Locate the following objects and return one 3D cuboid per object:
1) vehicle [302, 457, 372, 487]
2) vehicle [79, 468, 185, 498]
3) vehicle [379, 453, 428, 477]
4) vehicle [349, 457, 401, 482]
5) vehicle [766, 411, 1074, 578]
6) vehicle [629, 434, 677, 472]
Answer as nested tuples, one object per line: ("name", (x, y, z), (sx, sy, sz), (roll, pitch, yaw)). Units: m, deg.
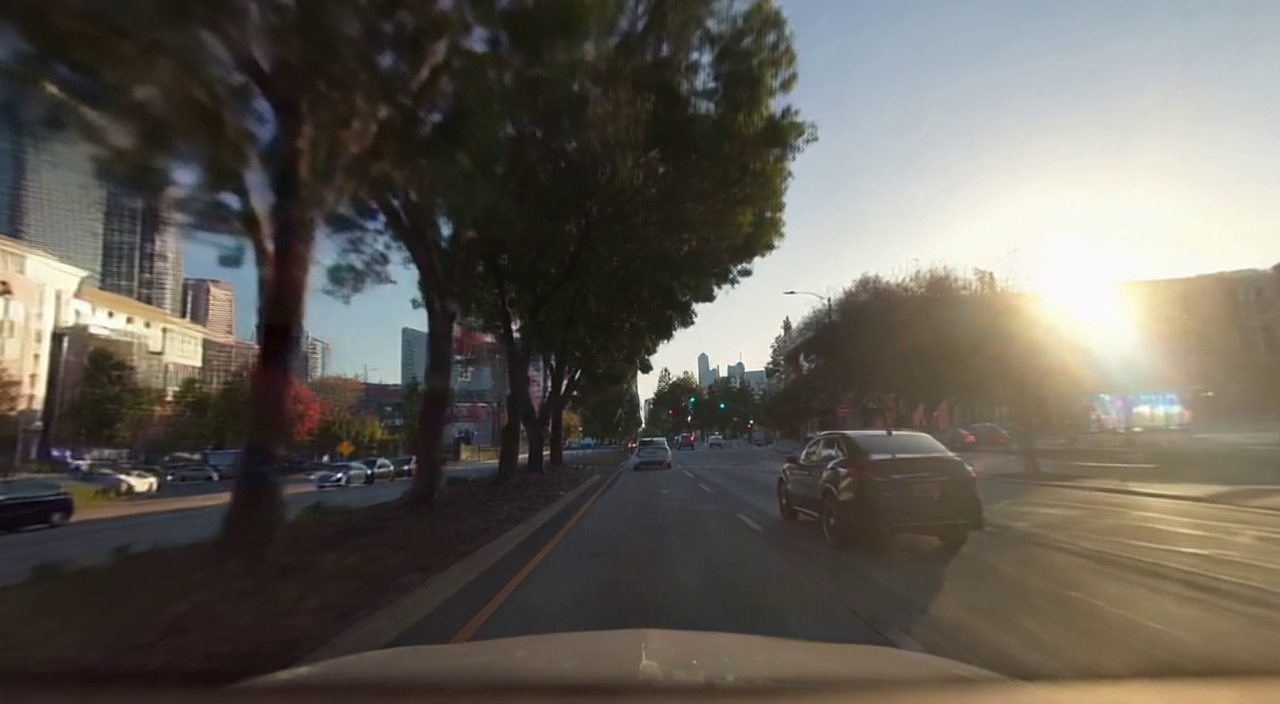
("vehicle", (-18.403, 7.281, 38.513), (1.853, 1.614, 4.514), (-1, -8, 2))
("vehicle", (-29.602, 7.641, 36.833), (4.483, 1.618, 1.829), (0, -8, -2))
("vehicle", (-18.363, 8.798, 49.157), (2.049, 1.678, 4.376), (0, -8, 0))
("vehicle", (-18.345, 8.104, 43.802), (1.786, 1.523, 4.309), (0, -8, -1))
("vehicle", (3.179, 1.717, 8.493), (1.931, 1.591, 4.708), (0, -8, -1))
("vehicle", (0.557, 4.819, 30.217), (2.125, 1.669, 3.880), (0, -8, -1))
